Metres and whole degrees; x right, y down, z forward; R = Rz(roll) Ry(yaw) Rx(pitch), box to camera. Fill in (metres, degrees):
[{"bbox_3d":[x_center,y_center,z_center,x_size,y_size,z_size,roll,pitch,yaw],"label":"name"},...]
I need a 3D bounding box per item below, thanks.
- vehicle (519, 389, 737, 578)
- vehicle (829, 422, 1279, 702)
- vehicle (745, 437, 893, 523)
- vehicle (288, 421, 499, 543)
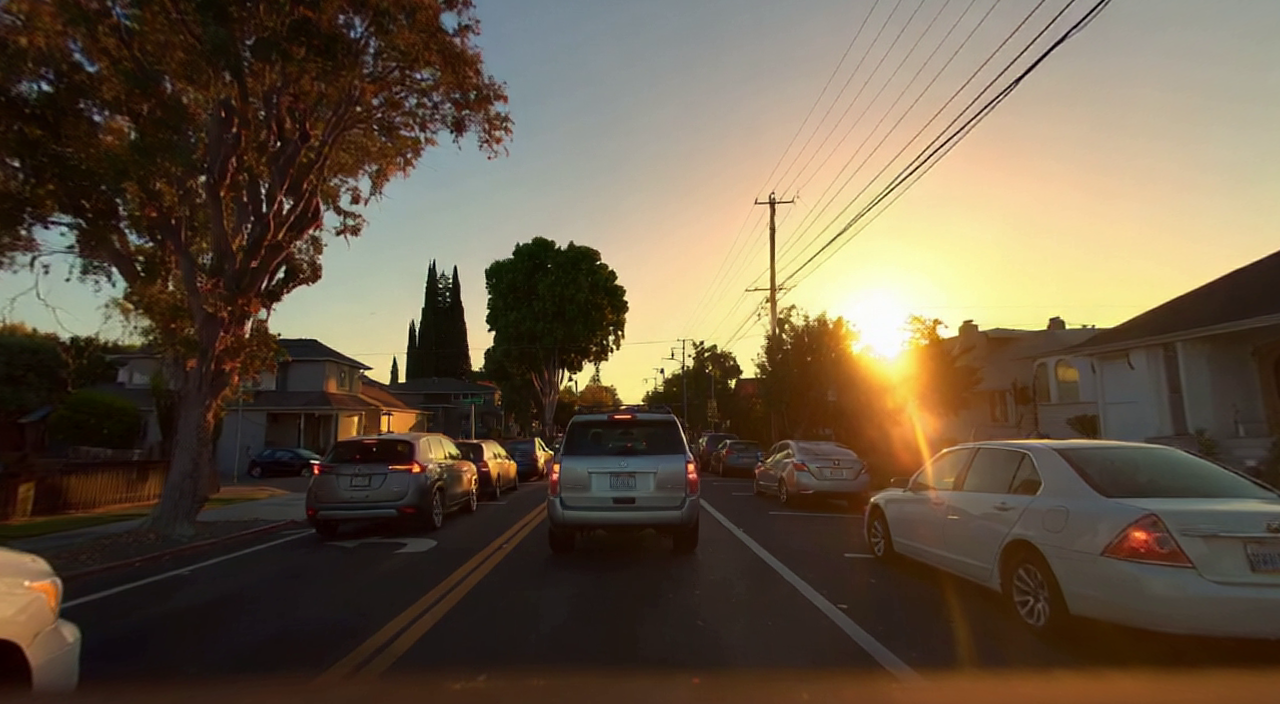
[{"bbox_3d":[-0.212,1.614,8.511,2.164,1.867,4.254,0,-8,-3],"label":"vehicle"},{"bbox_3d":[3.469,1.467,5.768,1.977,1.480,4.589,0,-8,-1],"label":"vehicle"},{"bbox_3d":[3.466,2.527,13.067,1.880,1.476,3.932,0,-8,0],"label":"vehicle"},{"bbox_3d":[-3.726,2.024,10.514,1.864,1.576,4.324,0,-8,-2],"label":"vehicle"}]
